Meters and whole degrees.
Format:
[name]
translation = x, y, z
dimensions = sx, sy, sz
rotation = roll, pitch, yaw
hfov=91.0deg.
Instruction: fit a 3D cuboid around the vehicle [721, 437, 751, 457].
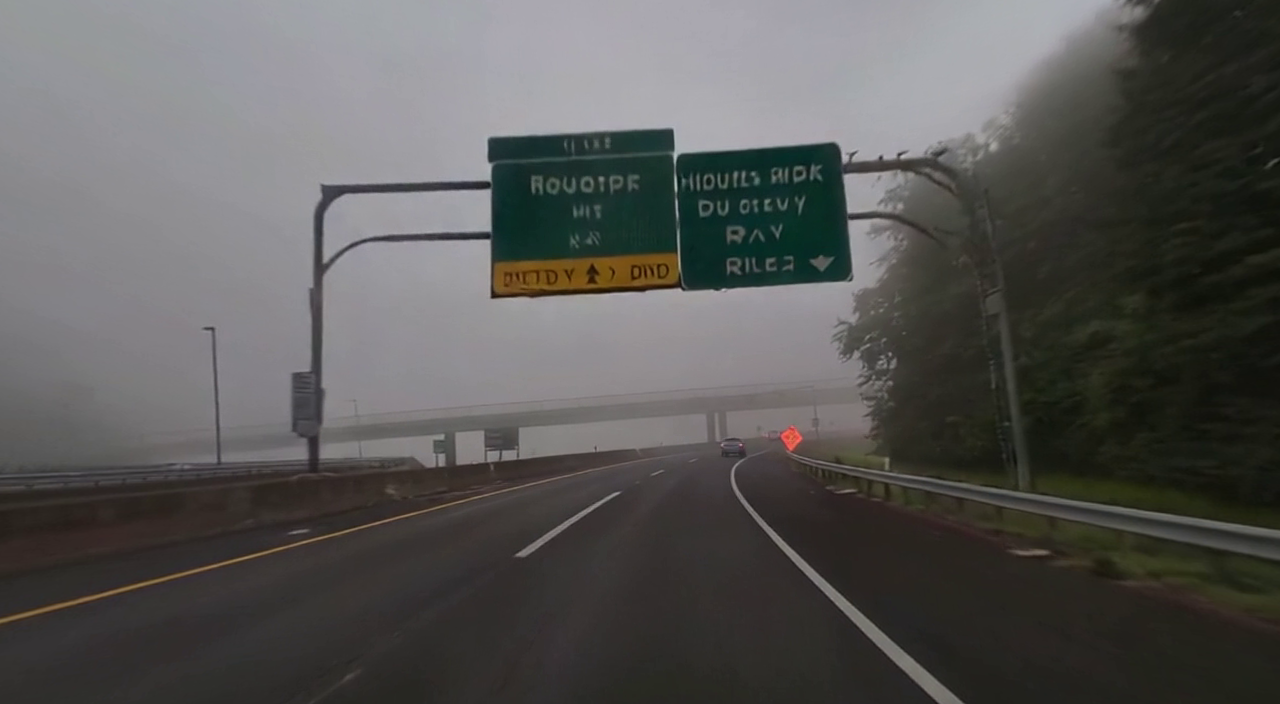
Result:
[vehicle]
translation = 7.626, 7.556, 49.836
dimensions = 1.985, 1.511, 4.012
rotation = -2, -9, 13
